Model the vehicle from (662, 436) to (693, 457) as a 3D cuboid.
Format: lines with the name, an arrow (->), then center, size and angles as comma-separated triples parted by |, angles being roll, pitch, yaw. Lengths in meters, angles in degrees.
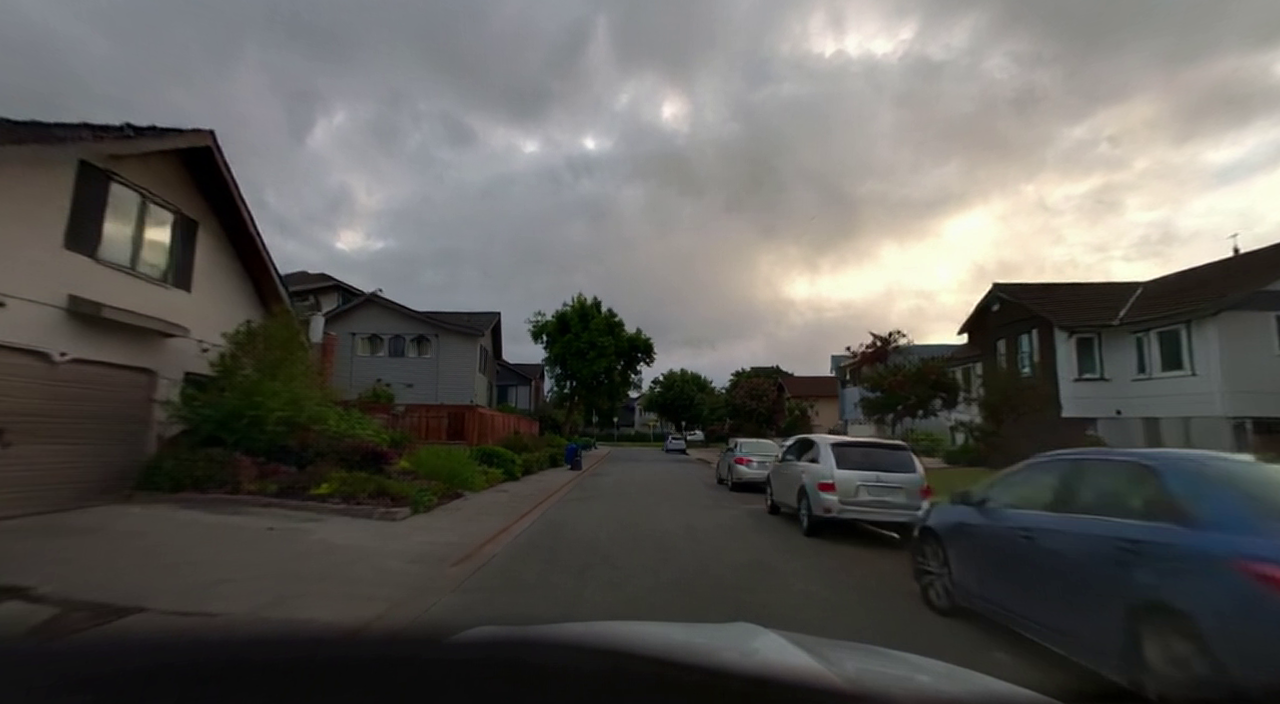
vehicle -> 2.806, 7.162, 48.074 | 1.955, 1.498, 4.046 | 0, -8, -2

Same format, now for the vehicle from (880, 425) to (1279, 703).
vehicle -> 3.293, 1.262, 4.217 | 1.721, 1.477, 3.965 | 0, -8, -1

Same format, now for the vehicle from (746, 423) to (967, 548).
vehicle -> 3.194, 2.038, 10.497 | 2.006, 1.603, 4.553 | 0, -8, -1
